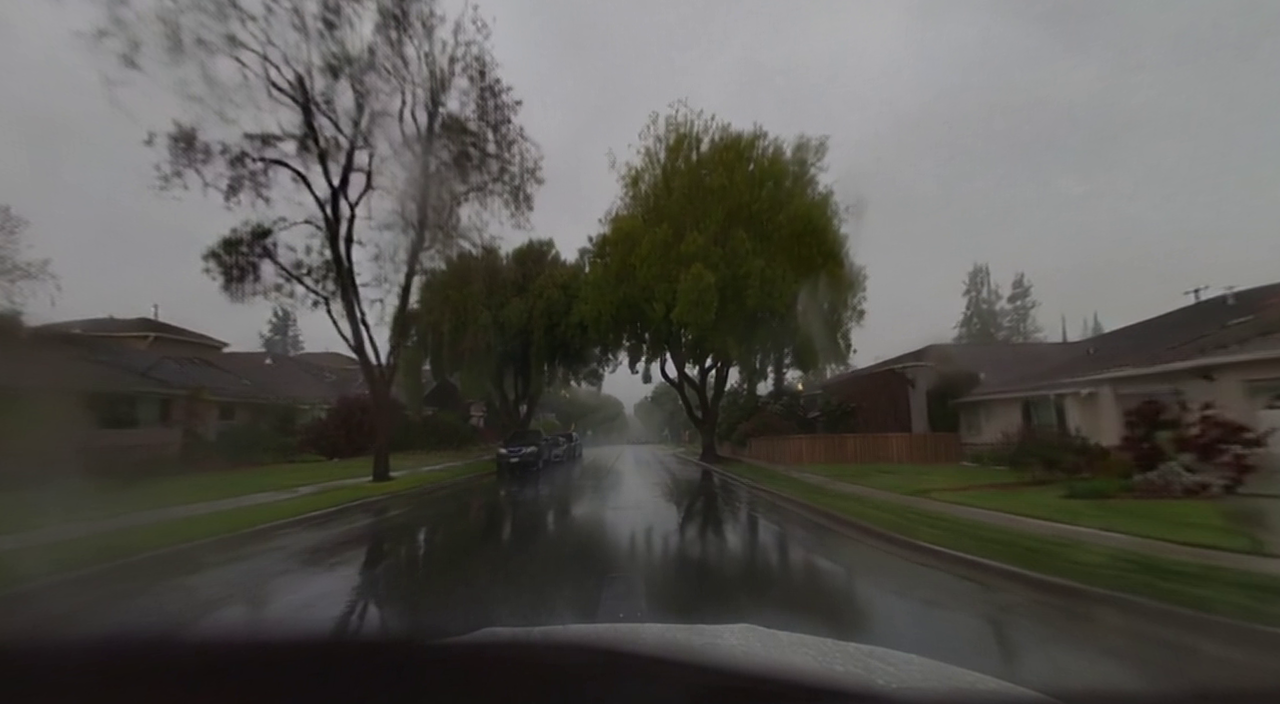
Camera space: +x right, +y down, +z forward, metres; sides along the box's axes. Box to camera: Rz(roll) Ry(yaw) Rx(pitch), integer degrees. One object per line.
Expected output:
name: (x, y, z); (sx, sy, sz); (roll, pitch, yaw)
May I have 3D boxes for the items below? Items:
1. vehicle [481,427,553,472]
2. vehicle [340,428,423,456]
vehicle: (-5.585, 4.541, 29.615); (2.341, 1.886, 5.684); (0, -8, -1)
vehicle: (-16.917, 5.914, 41.512); (4.546, 1.791, 1.992); (0, -9, -1)
